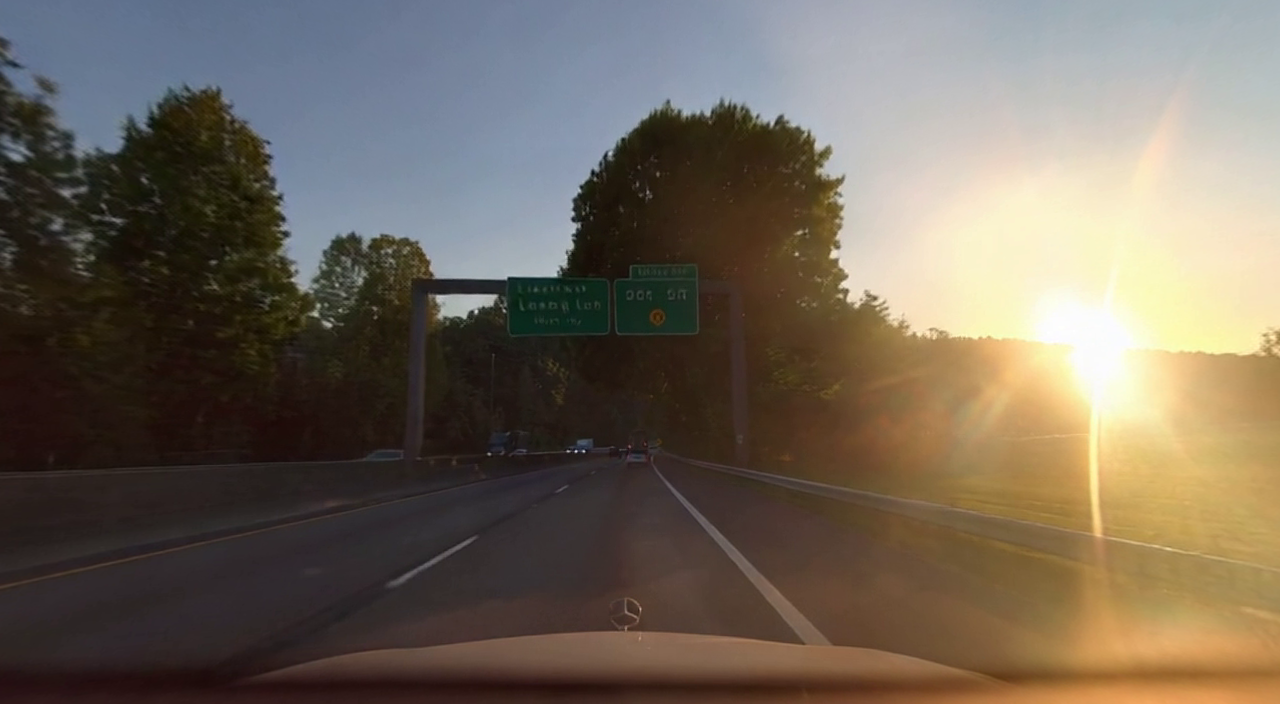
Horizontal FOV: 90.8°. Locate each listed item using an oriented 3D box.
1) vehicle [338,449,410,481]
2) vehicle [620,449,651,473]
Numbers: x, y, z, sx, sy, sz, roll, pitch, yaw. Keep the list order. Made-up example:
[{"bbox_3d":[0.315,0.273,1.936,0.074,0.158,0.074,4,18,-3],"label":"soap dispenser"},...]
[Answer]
[{"bbox_3d":[-12.557,5.347,30.074,1.810,1.424,3.661,0,-9,0],"label":"vehicle"},{"bbox_3d":[-0.298,6.765,39.328,1.853,1.436,3.438,0,-9,-1],"label":"vehicle"}]
